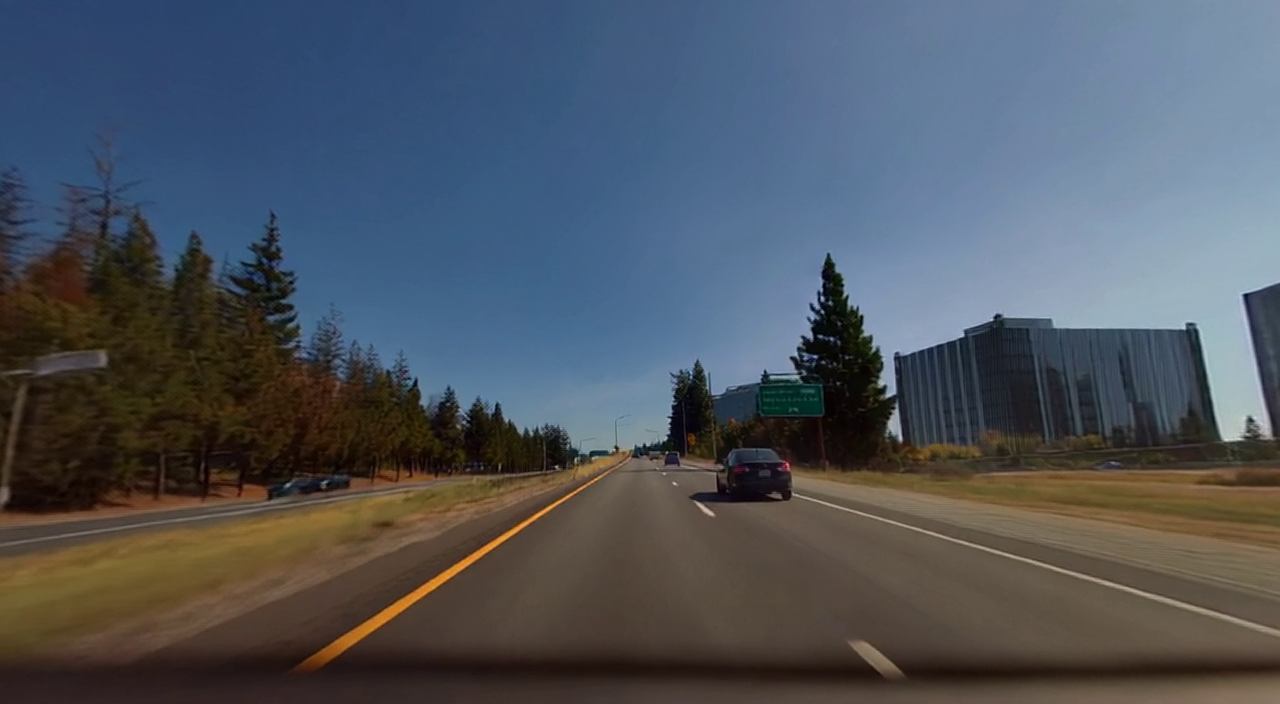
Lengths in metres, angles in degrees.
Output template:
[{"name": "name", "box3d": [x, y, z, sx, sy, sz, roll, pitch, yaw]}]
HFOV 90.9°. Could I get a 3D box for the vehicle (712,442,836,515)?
[{"name": "vehicle", "box3d": [3.114, 3.052, 15.753, 2.042, 1.518, 4.477, 1, -9, -1]}]
